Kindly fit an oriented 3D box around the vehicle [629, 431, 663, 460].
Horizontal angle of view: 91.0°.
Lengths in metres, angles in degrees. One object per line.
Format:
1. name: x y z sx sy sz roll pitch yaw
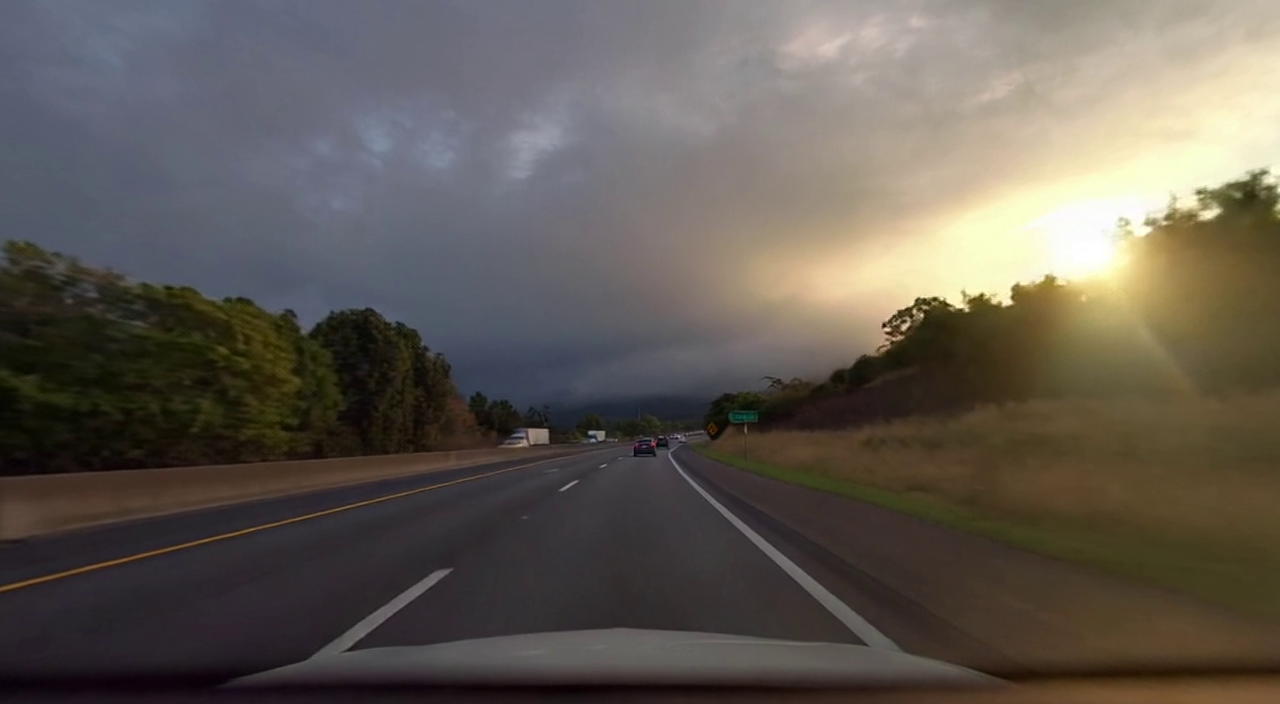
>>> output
1. vehicle: 0.403 6.274 42.473 2.188 1.825 4.282 -1 -8 1
